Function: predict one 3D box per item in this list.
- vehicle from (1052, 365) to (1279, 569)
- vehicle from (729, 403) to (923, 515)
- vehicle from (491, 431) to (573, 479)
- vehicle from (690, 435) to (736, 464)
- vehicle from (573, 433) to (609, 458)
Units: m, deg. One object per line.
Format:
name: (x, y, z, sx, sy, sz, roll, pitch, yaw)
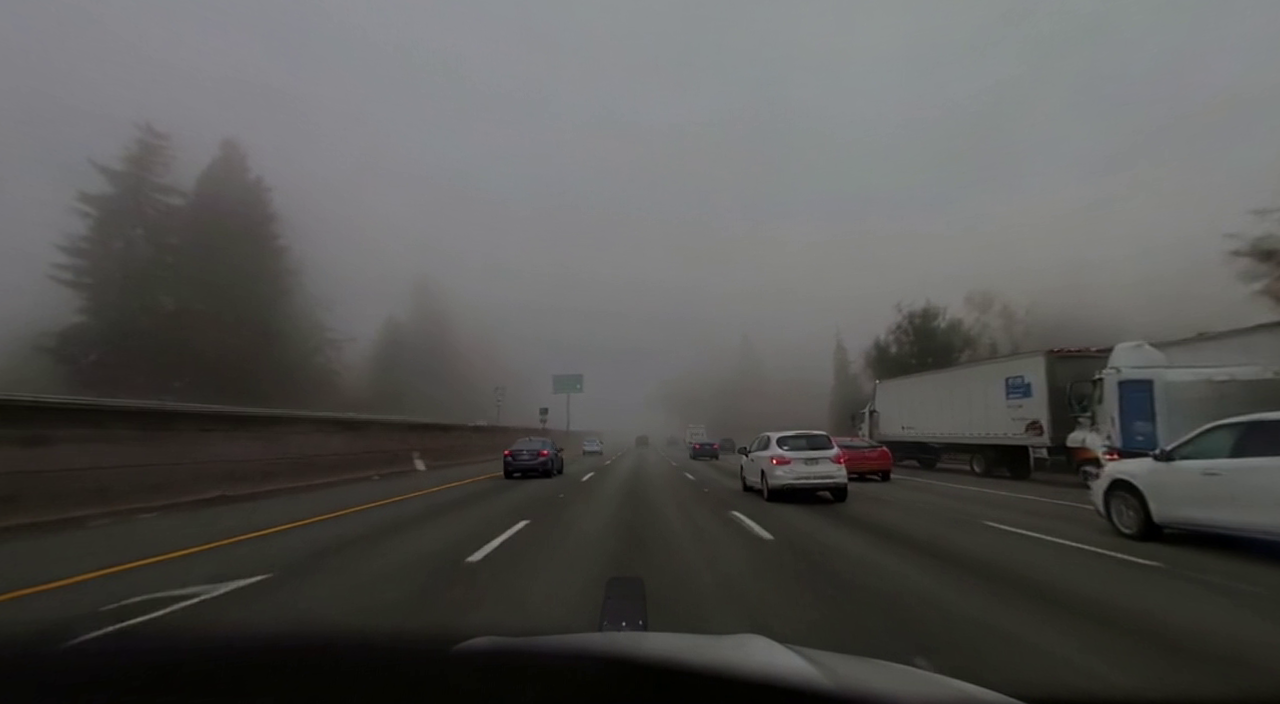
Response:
vehicle: (7.407, 1.202, 6.669, 2.291, 1.968, 5.662, 0, -8, 0)
vehicle: (3.643, 2.265, 13.831, 2.517, 1.935, 5.552, 0, -8, 0)
vehicle: (-3.594, 3.519, 21.750, 1.978, 1.473, 4.073, 0, -8, 2)
vehicle: (3.892, 5.252, 34.146, 1.953, 1.480, 4.053, 0, -8, -1)
vehicle: (-3.352, 6.475, 43.841, 2.020, 1.628, 4.248, 0, -8, 1)
